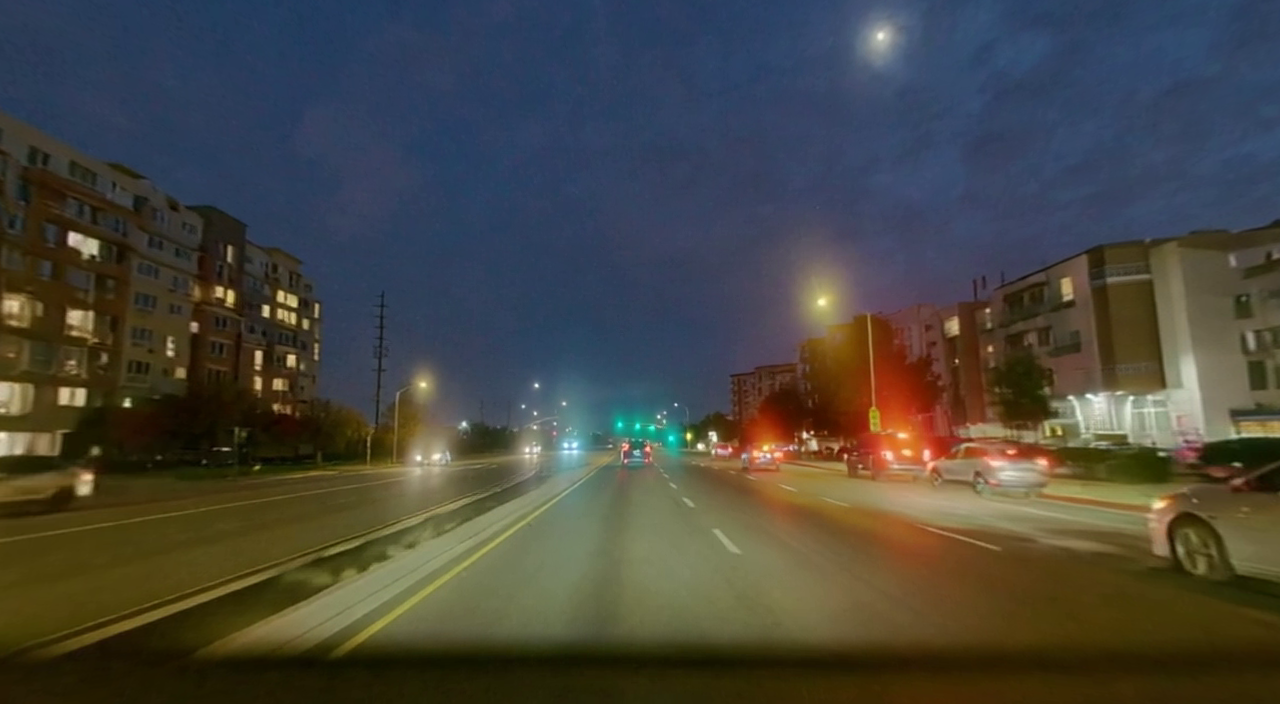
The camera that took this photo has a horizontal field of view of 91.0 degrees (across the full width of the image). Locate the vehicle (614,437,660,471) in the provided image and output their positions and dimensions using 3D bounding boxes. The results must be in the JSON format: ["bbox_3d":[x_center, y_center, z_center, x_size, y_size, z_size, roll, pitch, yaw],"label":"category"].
[{"bbox_3d":[-0.146,5.080,31.442,2.106,1.553,3.964,0,-9,0],"label":"vehicle"}]

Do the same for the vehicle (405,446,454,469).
[{"bbox_3d":[-15.492,7.773,46.555,1.967,1.574,4.819,0,-9,0],"label":"vehicle"}]

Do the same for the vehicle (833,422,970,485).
[{"bbox_3d":[10.121,4.021,25.259,2.441,2.150,6.729,1,-9,-2],"label":"vehicle"}]

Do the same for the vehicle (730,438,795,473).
[{"bbox_3d":[5.776,4.938,30.279,2.154,1.554,4.149,1,-9,-2],"label":"vehicle"}]

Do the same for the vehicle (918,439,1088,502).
[{"bbox_3d":[9.982,3.258,17.803,2.089,1.508,4.323,0,-8,-2],"label":"vehicle"}]

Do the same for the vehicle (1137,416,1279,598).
[{"bbox_3d":[6.586,1.197,4.480,2.121,1.557,4.898,0,-9,1],"label":"vehicle"}]
